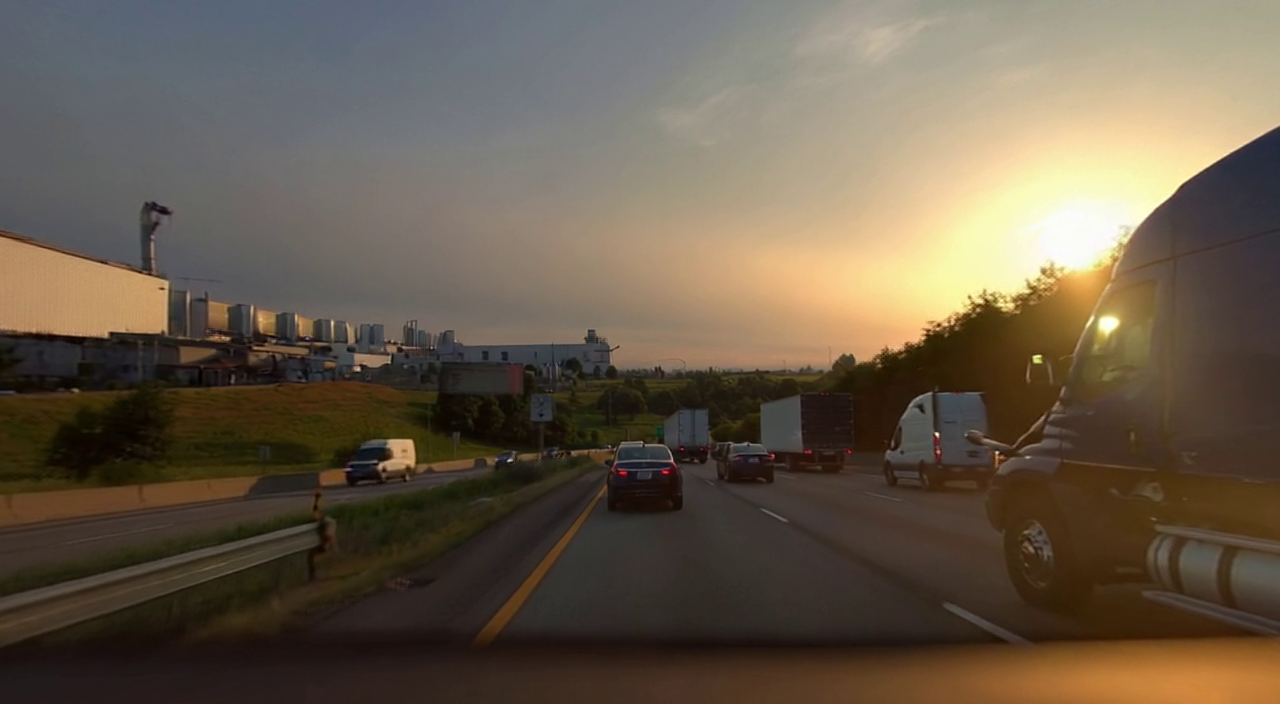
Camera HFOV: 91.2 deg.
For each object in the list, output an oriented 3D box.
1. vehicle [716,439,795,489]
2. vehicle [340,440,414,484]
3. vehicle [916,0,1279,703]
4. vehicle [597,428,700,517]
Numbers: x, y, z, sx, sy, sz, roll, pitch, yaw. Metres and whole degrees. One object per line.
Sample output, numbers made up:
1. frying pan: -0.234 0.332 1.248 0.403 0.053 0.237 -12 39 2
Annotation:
1. vehicle: 3.810 3.766 21.271 1.859 1.512 3.711 0 -9 -2
2. vehicle: -16.947 7.086 40.798 2.234 2.649 5.960 0 -9 -1
3. vehicle: 4.184 -0.038 2.874 2.987 3.877 5.881 0 -9 0
4. vehicle: 0.167 2.556 13.671 1.965 1.664 3.428 0 -9 0
